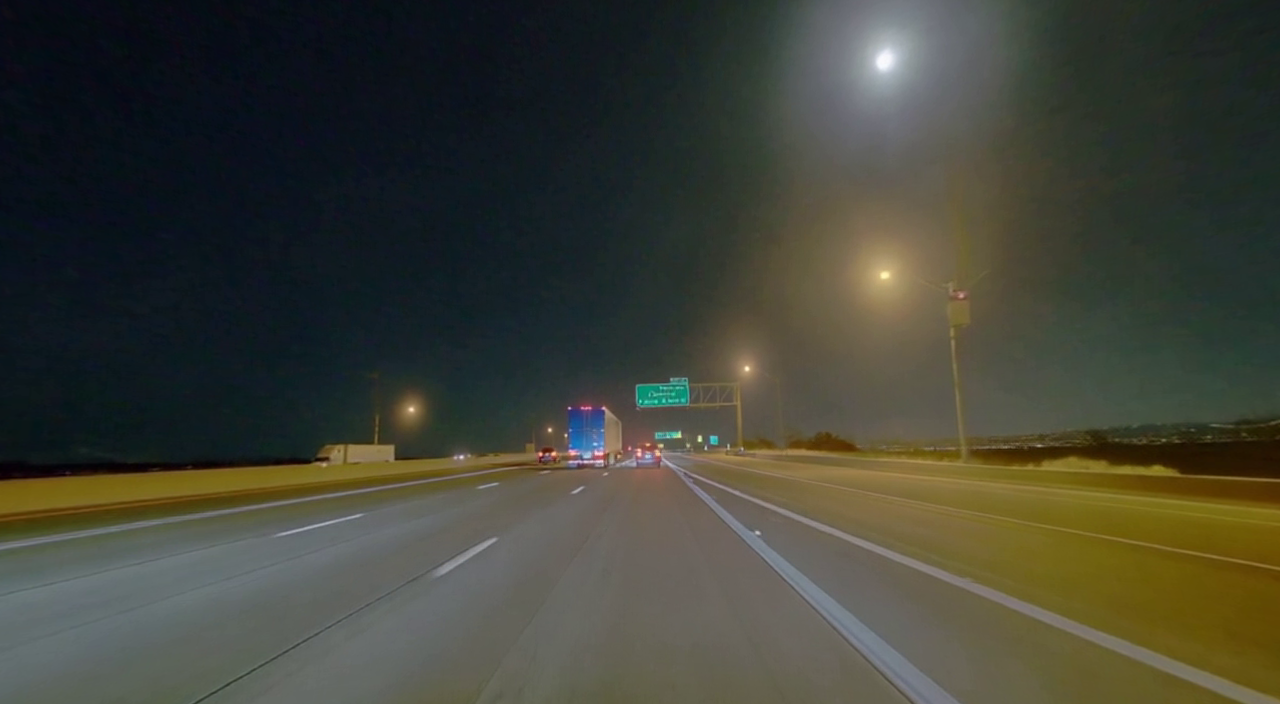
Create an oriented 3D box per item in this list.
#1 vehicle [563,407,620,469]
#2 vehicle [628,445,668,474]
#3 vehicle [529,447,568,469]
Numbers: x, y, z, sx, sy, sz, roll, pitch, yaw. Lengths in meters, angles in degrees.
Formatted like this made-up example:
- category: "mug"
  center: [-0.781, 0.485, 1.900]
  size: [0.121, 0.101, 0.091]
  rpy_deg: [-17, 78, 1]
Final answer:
- category: "vehicle"
  center: [-3.300, 6.377, 46.253]
  size: [3.053, 3.948, 11.288]
  rpy_deg: [0, -9, 1]
- category: "vehicle"
  center: [0.394, 5.865, 34.688]
  size: [2.066, 1.469, 4.050]
  rpy_deg: [0, -9, 0]
- category: "vehicle"
  center: [-6.717, 7.833, 46.732]
  size: [1.996, 1.495, 4.671]
  rpy_deg: [-1, -9, 3]
